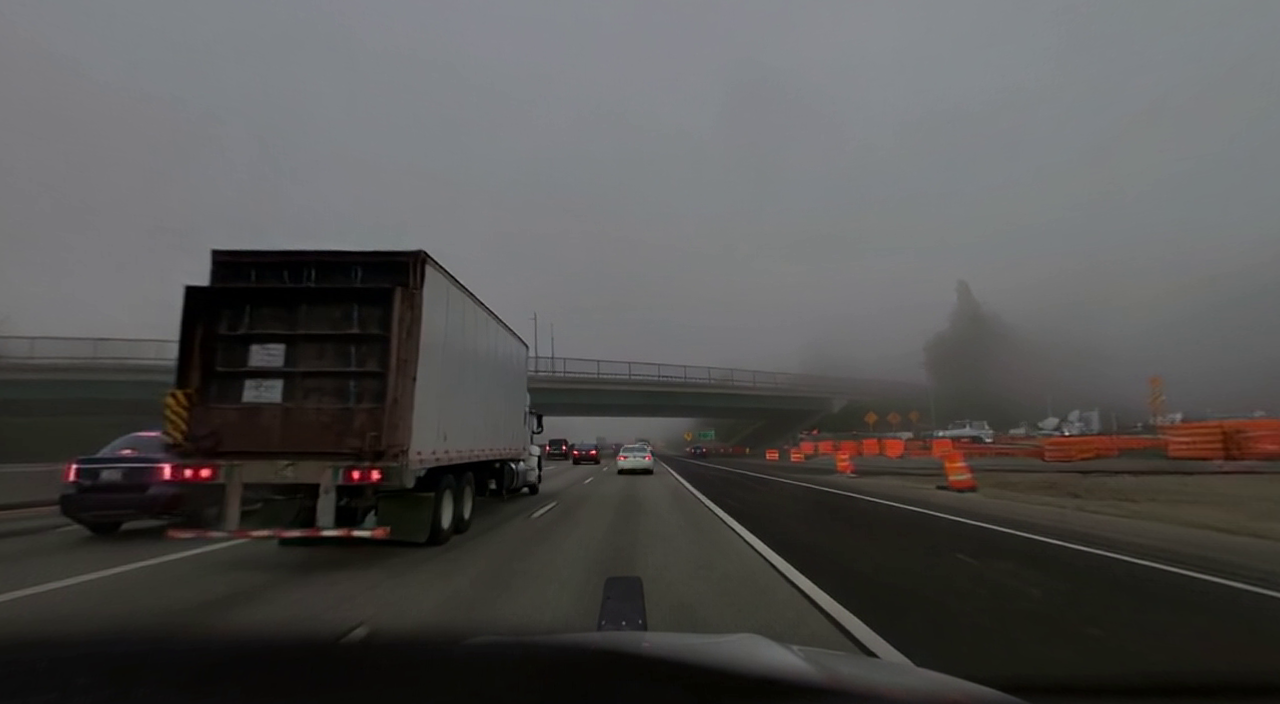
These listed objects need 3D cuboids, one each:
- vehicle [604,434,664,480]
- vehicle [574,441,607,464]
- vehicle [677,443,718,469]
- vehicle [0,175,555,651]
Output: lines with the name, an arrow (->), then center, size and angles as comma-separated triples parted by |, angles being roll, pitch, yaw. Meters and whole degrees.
vehicle -> -0.221, 4.280, 25.961 | 2.270, 1.696, 4.061 | 0, -8, 0
vehicle -> -3.746, 7.642, 48.208 | 2.124, 1.639, 4.344 | 0, -8, 1
vehicle -> 3.386, 6.215, 38.028 | 2.003, 1.465, 4.092 | 0, -8, -1
vehicle -> -3.683, 1.142, 9.849 | 3.075, 3.276, 11.073 | 0, -8, 1
